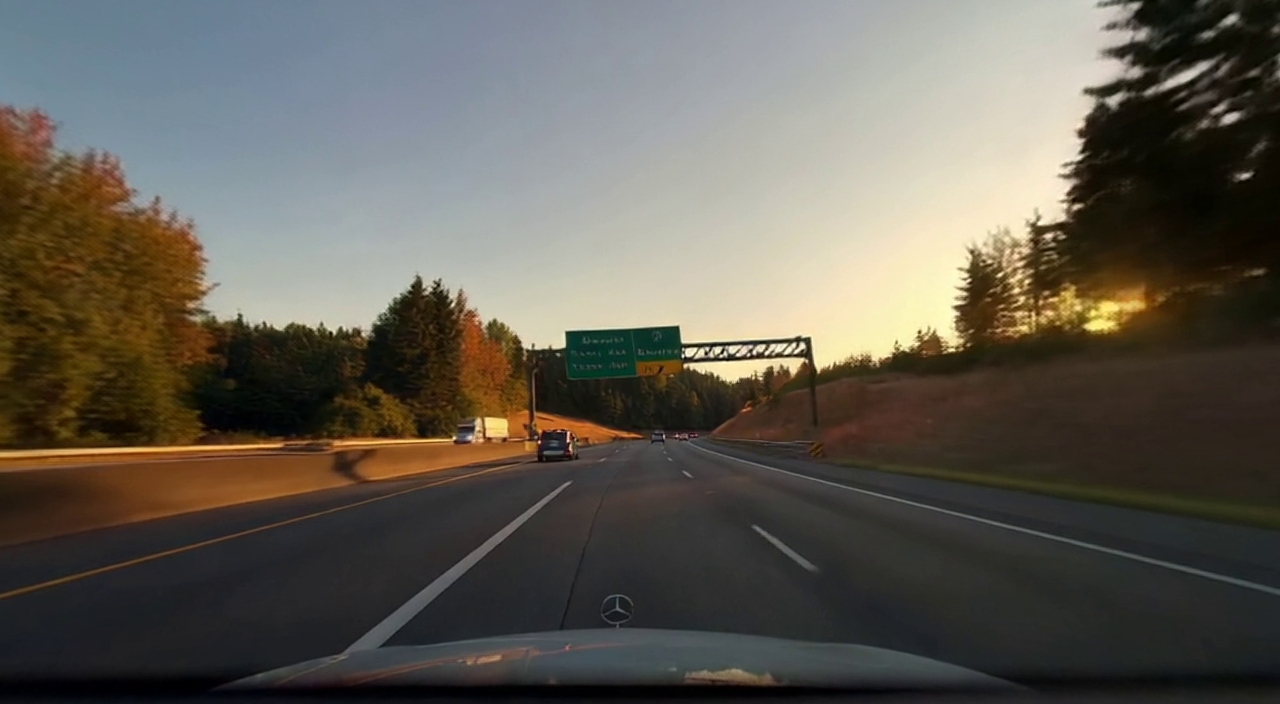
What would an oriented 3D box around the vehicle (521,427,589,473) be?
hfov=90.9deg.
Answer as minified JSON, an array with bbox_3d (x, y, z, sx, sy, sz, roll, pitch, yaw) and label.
[{"bbox_3d":[-3.236,3.812,24.745,2.084,1.654,4.080,0,-8,0],"label":"vehicle"}]
